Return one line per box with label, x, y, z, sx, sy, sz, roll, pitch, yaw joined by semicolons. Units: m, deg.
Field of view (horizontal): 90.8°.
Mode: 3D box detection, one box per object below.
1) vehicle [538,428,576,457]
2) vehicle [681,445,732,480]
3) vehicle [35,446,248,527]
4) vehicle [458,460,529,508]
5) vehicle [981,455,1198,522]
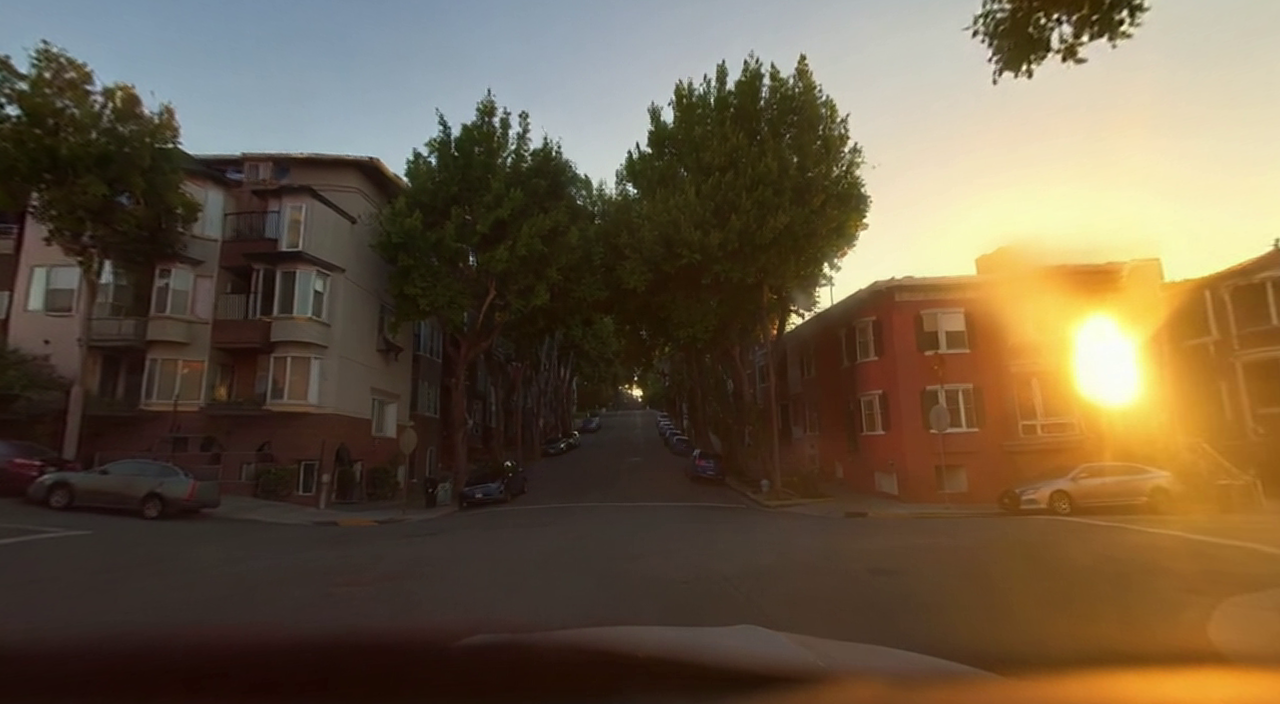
vehicle;-6.171;6.752;47.445;2.101;1.732;4.119;-3;-3;3
vehicle;3.417;5.786;33.326;2.051;1.526;4.673;0;-6;-2
vehicle;-13.971;3.795;17.911;4.243;1.676;1.844;6;-12;1
vehicle;-5.852;5.293;25.719;1.987;1.662;4.141;-2;-9;-1
vehicle;12.524;3.805;17.843;4.596;1.690;1.972;0;-8;-1
